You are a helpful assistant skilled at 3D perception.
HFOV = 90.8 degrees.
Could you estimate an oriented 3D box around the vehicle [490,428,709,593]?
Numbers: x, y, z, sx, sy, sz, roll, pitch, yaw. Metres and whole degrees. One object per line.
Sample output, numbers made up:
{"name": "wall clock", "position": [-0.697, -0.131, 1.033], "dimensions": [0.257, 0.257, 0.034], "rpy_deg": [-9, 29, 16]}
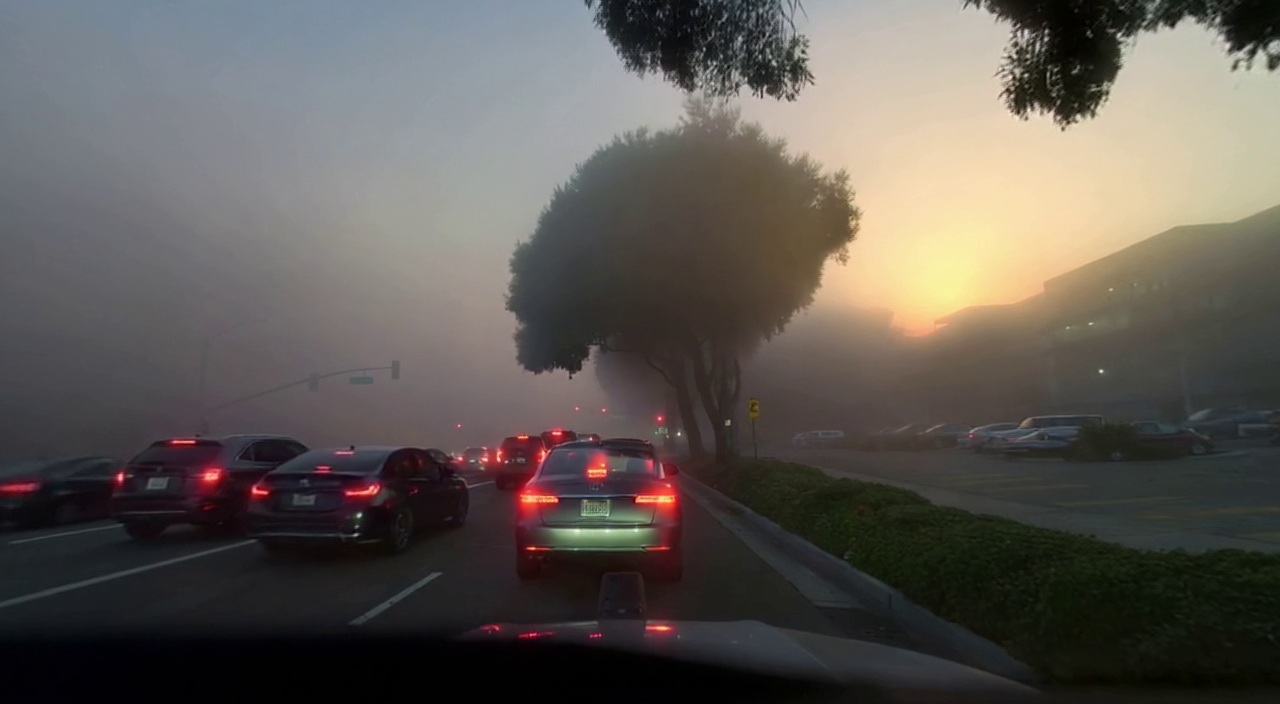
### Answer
{"name": "vehicle", "position": [-0.390, 1.801, 8.014], "dimensions": [2.066, 1.544, 3.954], "rpy_deg": [0, -9, 0]}

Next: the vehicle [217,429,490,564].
{"name": "vehicle", "position": [-3.831, 1.998, 9.558], "dimensions": [1.913, 1.521, 4.539], "rpy_deg": [0, -9, 1]}

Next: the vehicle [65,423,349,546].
{"name": "vehicle", "position": [-7.369, 2.265, 11.479], "dimensions": [2.068, 1.784, 4.224], "rpy_deg": [0, -9, 1]}
